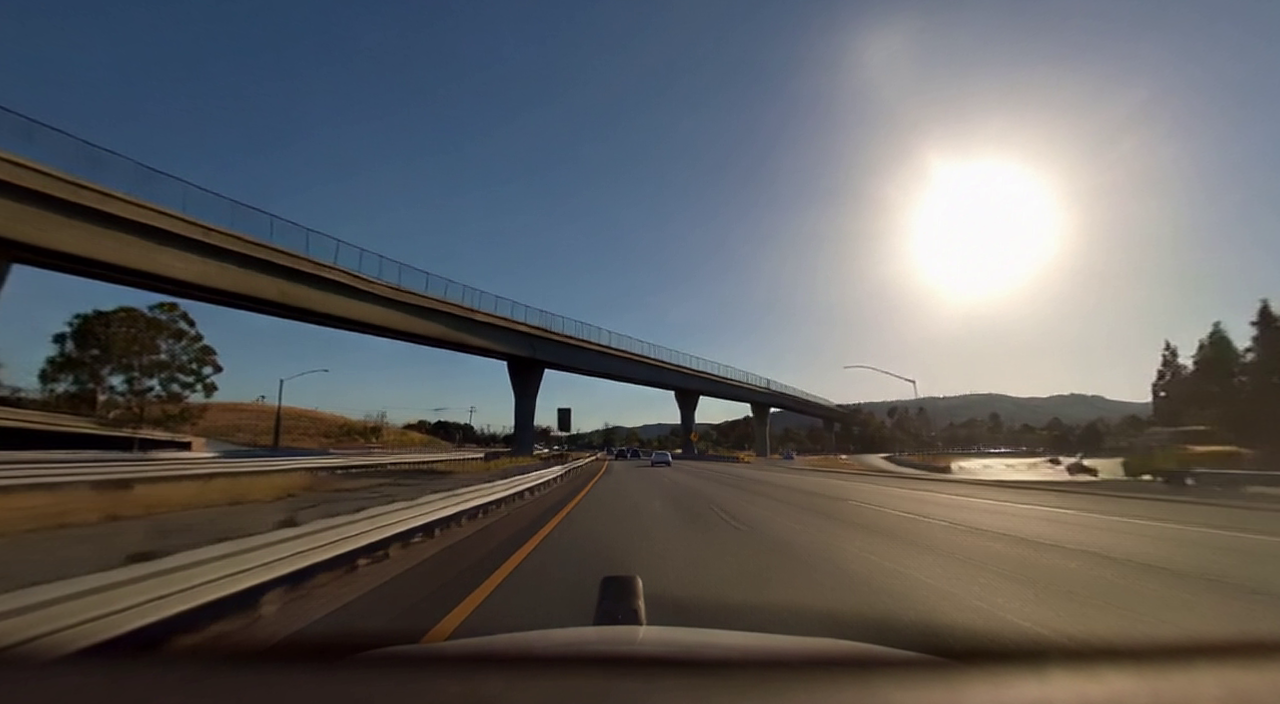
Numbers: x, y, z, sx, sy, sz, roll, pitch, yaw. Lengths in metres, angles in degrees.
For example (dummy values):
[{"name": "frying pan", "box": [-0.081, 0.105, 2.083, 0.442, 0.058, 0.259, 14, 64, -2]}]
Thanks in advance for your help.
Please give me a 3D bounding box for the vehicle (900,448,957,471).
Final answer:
[{"name": "vehicle", "box": [20.103, 7.474, 44.196, 1.885, 1.510, 4.372, 0, -9, -1]}]
